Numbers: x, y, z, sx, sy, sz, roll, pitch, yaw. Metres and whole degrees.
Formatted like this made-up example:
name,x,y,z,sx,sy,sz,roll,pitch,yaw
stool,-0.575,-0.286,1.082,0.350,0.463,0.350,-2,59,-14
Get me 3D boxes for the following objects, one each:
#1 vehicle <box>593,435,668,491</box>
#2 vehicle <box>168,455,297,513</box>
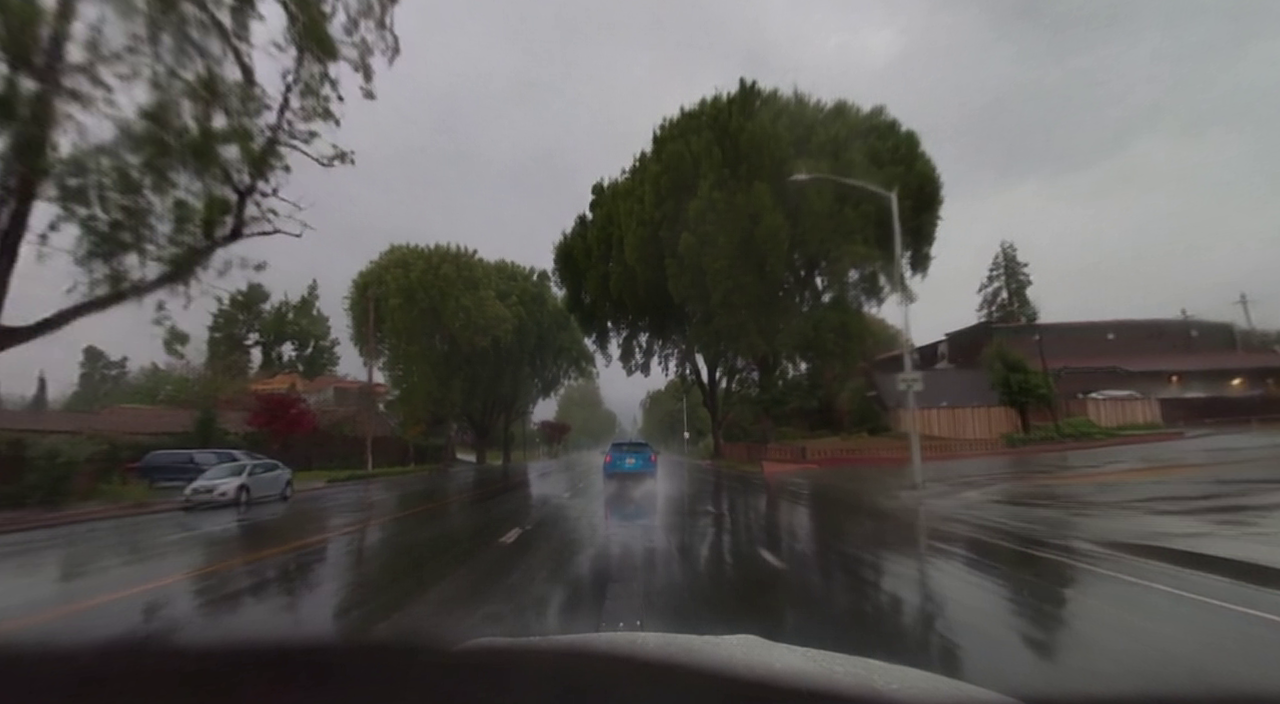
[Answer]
name,x,y,z,sx,sy,sz,roll,pitch,yaw
vehicle,-0.314,3.567,20.600,2.181,1.639,4.127,0,-9,-1
vehicle,-13.918,4.482,21.914,1.900,1.596,4.142,-3,-8,-3
